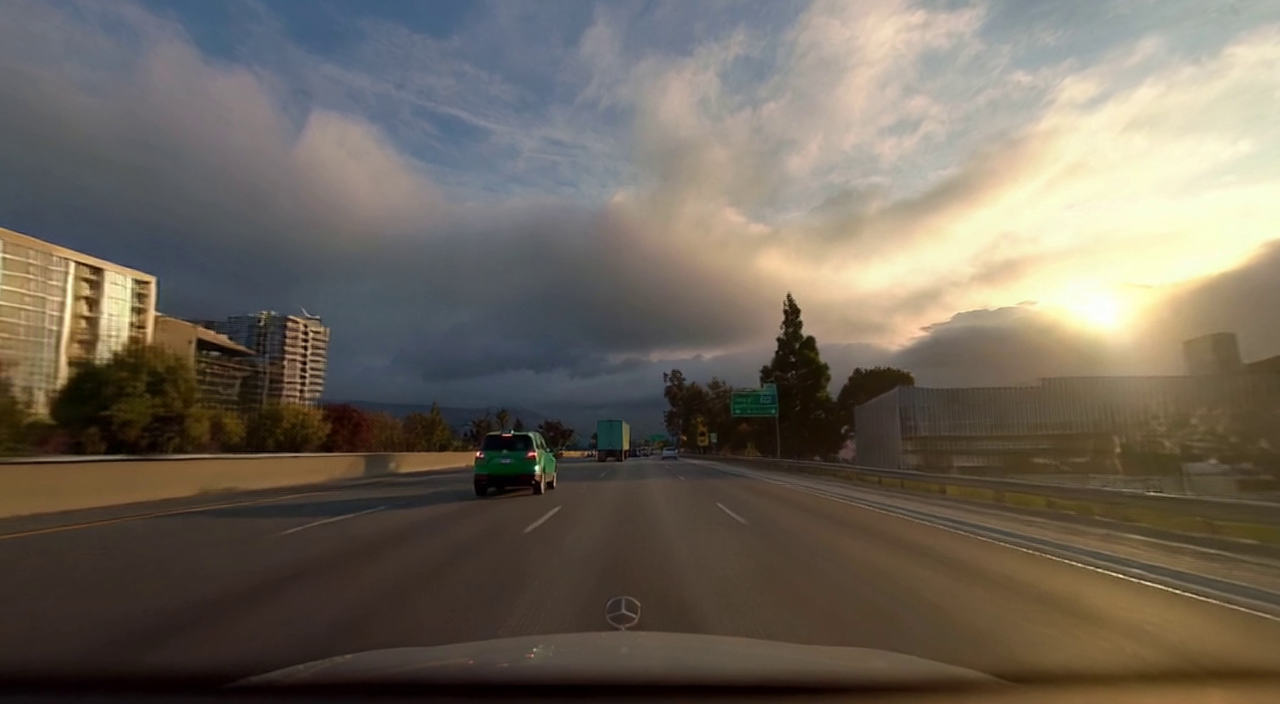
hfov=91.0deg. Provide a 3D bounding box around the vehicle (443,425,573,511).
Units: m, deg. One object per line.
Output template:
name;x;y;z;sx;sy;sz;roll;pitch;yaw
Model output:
vehicle;-2.960;2.731;15.247;2.111;1.742;4.315;0;-9;1
